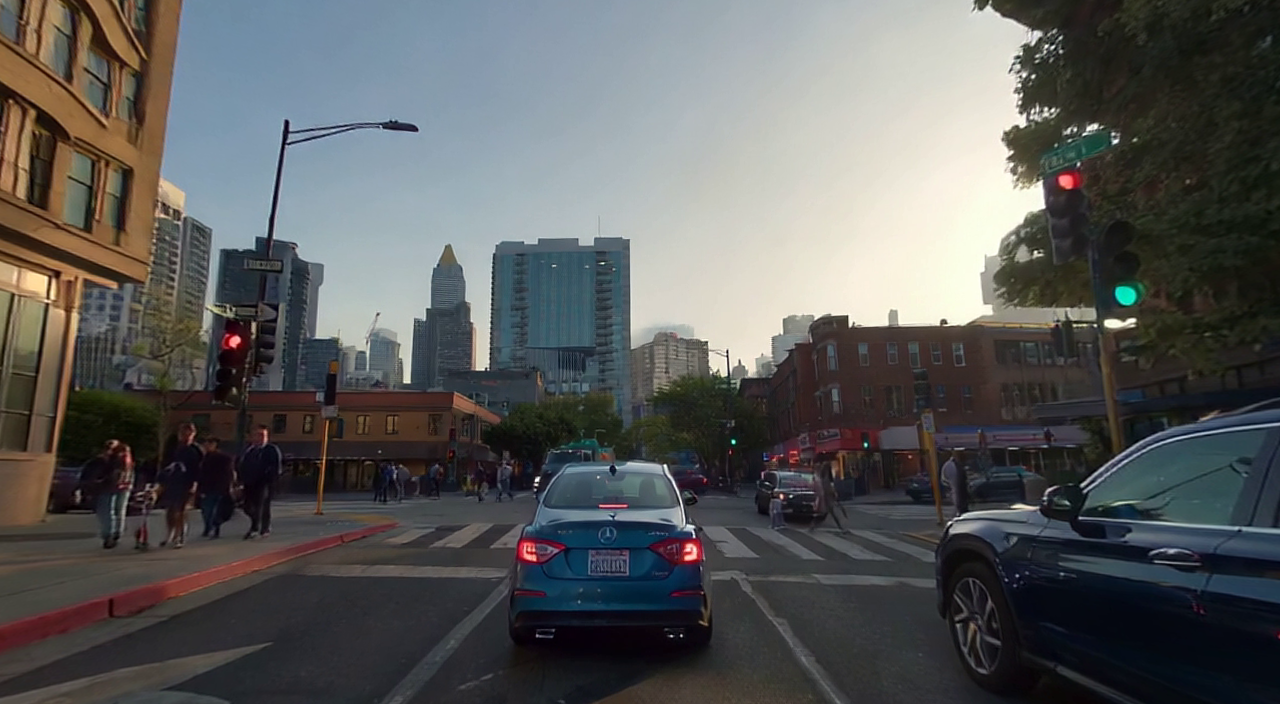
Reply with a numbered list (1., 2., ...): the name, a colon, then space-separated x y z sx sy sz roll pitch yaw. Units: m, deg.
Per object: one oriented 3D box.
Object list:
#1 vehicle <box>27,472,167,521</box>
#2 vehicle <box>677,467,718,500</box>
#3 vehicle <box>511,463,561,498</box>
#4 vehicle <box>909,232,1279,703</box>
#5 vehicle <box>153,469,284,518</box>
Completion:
1. vehicle: -25.490 6.778 29.735 4.588 2.048 2.110 0 -9 1
2. vehicle: 3.473 8.034 38.857 1.908 1.741 4.066 0 -9 -3
3. vehicle: -6.342 7.876 39.011 2.226 1.896 4.438 -1 -9 1
4. vehicle: 3.202 0.547 1.228 2.632 1.979 6.096 0 -9 0
5. vehicle: -19.782 6.644 29.739 4.750 2.083 2.002 -1 -9 3
